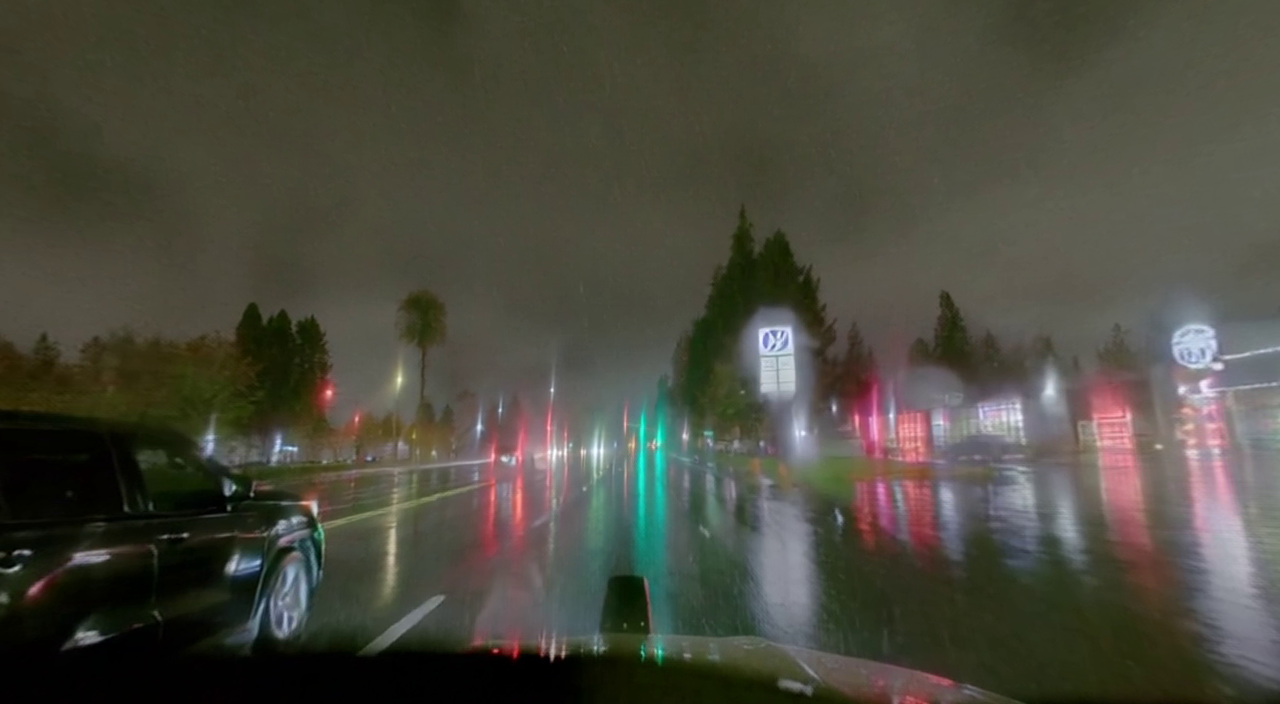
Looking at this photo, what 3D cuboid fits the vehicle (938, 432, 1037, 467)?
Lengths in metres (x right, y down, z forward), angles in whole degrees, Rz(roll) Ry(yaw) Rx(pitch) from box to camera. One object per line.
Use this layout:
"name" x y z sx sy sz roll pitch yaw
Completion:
"vehicle" 15.835 4.472 29.050 2.177 1.397 4.511 -3 -8 3

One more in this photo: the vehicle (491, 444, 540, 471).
"vehicle" -7.359 6.263 37.690 1.990 1.483 4.410 0 -8 1

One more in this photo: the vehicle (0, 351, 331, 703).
"vehicle" -3.334 0.871 2.464 2.127 1.654 4.121 0 -8 0

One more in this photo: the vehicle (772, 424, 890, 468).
"vehicle" 8.870 4.423 29.650 5.031 1.951 2.184 -3 -9 15

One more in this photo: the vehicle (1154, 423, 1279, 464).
"vehicle" 26.780 4.047 28.401 2.672 1.580 5.933 -3 -7 6
